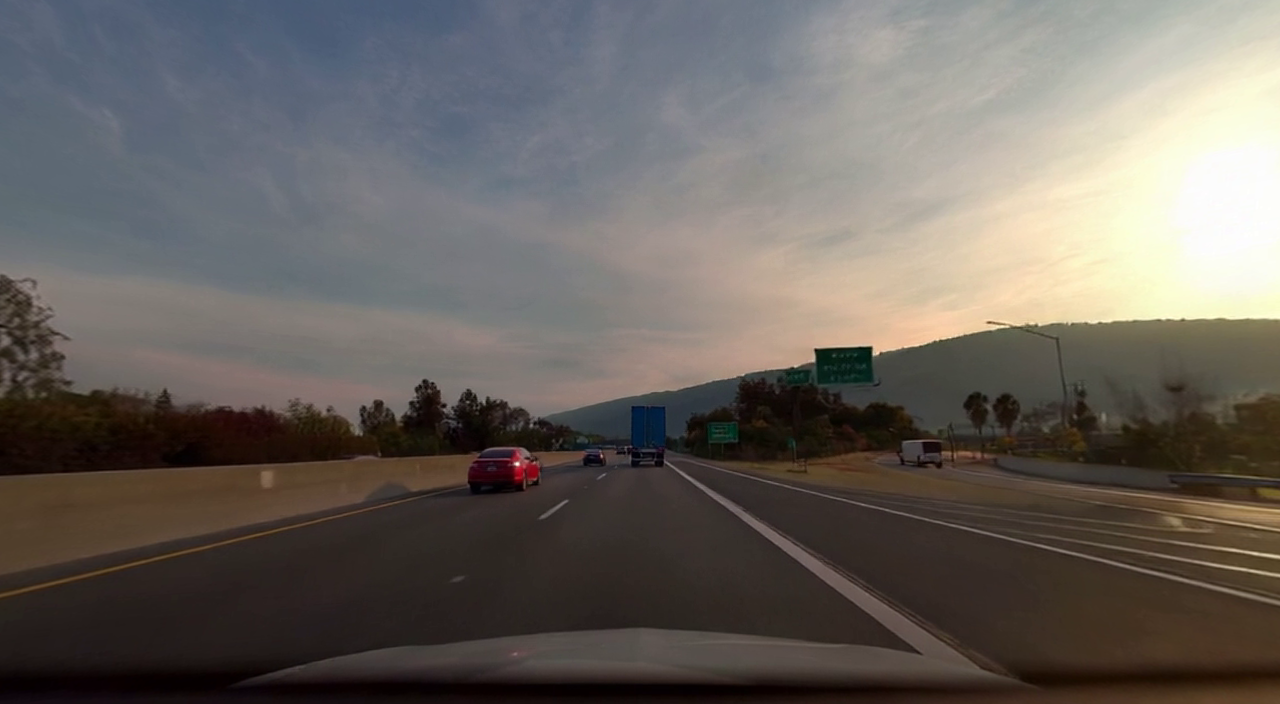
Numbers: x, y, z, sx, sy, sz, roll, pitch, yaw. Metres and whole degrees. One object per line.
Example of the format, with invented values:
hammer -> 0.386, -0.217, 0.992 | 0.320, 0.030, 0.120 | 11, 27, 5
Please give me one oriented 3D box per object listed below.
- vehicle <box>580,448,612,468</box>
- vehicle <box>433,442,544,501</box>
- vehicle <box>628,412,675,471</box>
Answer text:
vehicle -> -3.228, 7.877, 46.923 | 1.981, 1.435, 4.199 | 0, -9, 2
vehicle -> -4.186, 3.375, 18.216 | 2.010, 1.461, 4.391 | 0, -9, 1
vehicle -> 0.761, 6.262, 43.769 | 2.893, 3.628, 9.081 | 0, -9, 1
